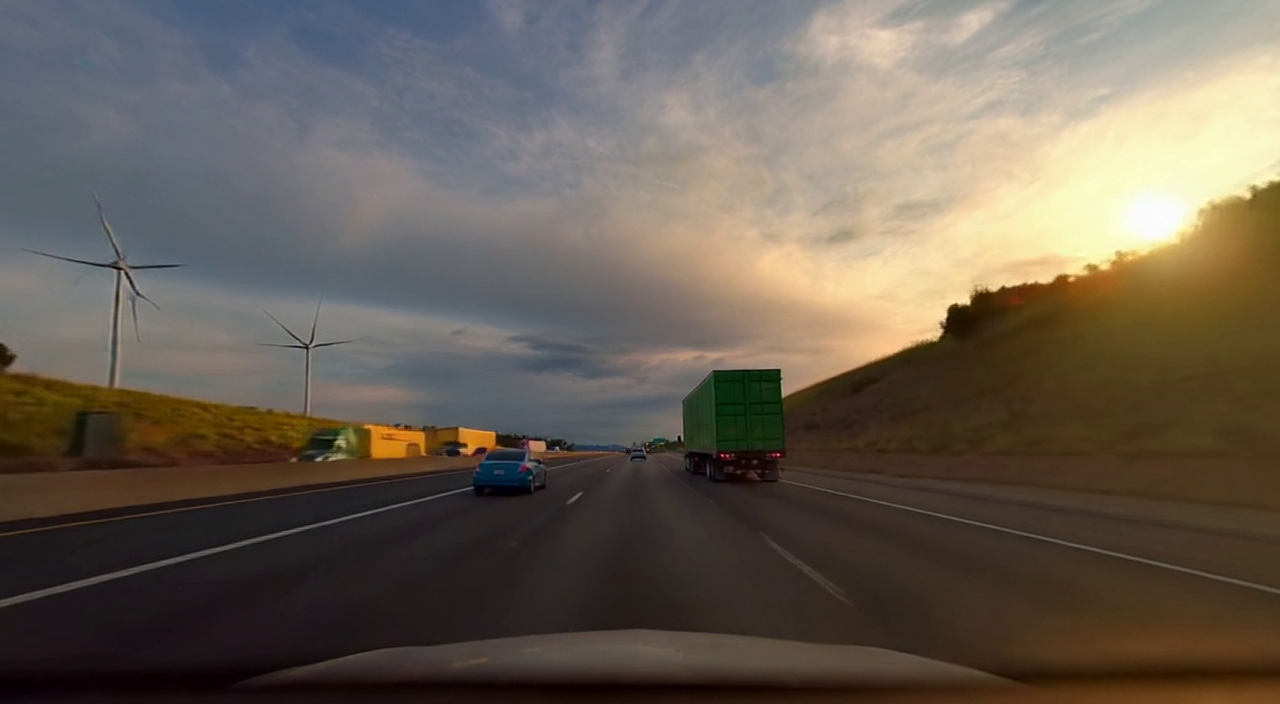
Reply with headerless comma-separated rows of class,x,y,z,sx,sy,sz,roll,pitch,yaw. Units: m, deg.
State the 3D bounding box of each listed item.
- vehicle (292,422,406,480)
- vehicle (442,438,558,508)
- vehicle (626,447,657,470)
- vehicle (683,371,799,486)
vehicle,-19.000,6.625,42.155,2.949,3.398,9.439,0,-9,1
vehicle,-3.364,2.993,15.991,1.952,1.521,4.095,0,-9,1
vehicle,0.064,7.040,41.819,1.931,1.453,3.695,0,-9,-1
vehicle,3.984,3.708,28.946,2.947,3.989,13.568,0,-9,-1
